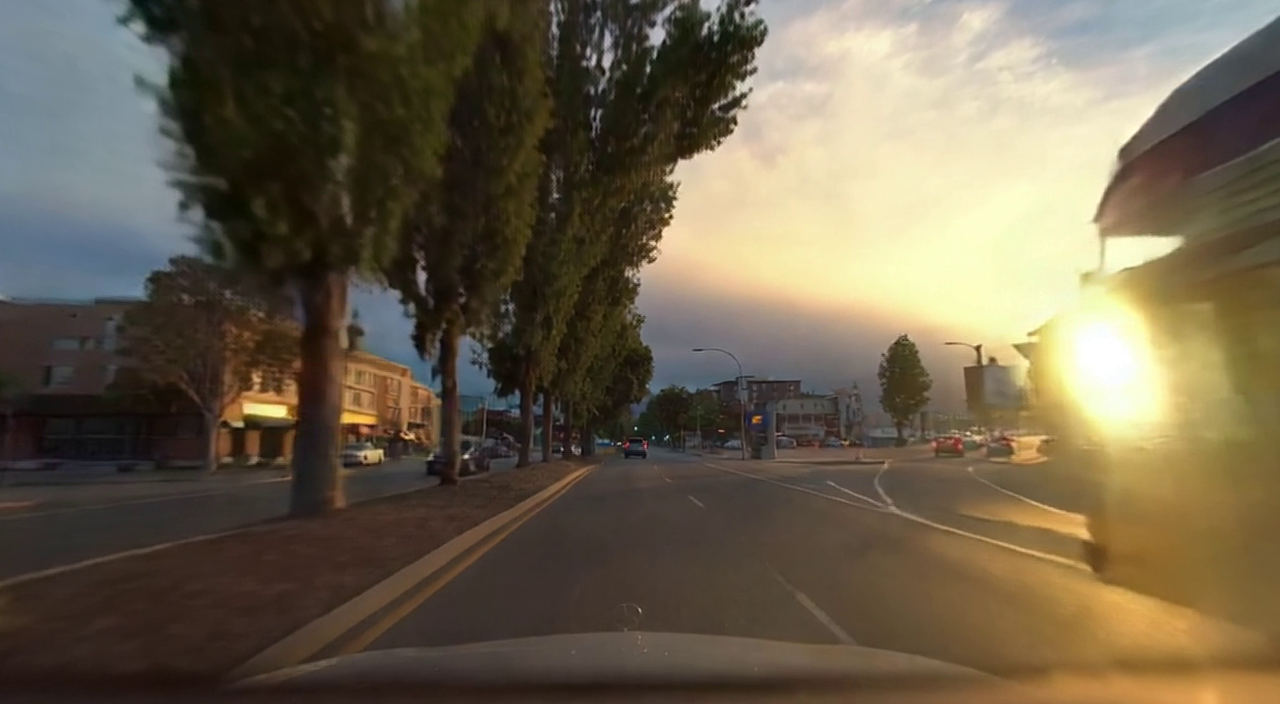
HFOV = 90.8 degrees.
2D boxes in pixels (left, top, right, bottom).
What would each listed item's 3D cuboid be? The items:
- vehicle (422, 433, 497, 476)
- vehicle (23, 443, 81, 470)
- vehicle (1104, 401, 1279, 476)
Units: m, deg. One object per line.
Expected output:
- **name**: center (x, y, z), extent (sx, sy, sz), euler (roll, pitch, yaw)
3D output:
- **vehicle**: center (-7.759, 4.438, 27.638), extent (2.008, 1.701, 4.430), euler (1, -8, -1)
- **vehicle**: center (-39.483, 6.934, 42.347), extent (5.533, 1.639, 2.403), euler (-7, -11, 44)
- **vehicle**: center (25.798, 3.917, 28.401), extent (8.606, 3.093, 2.803), euler (2, -8, -13)
